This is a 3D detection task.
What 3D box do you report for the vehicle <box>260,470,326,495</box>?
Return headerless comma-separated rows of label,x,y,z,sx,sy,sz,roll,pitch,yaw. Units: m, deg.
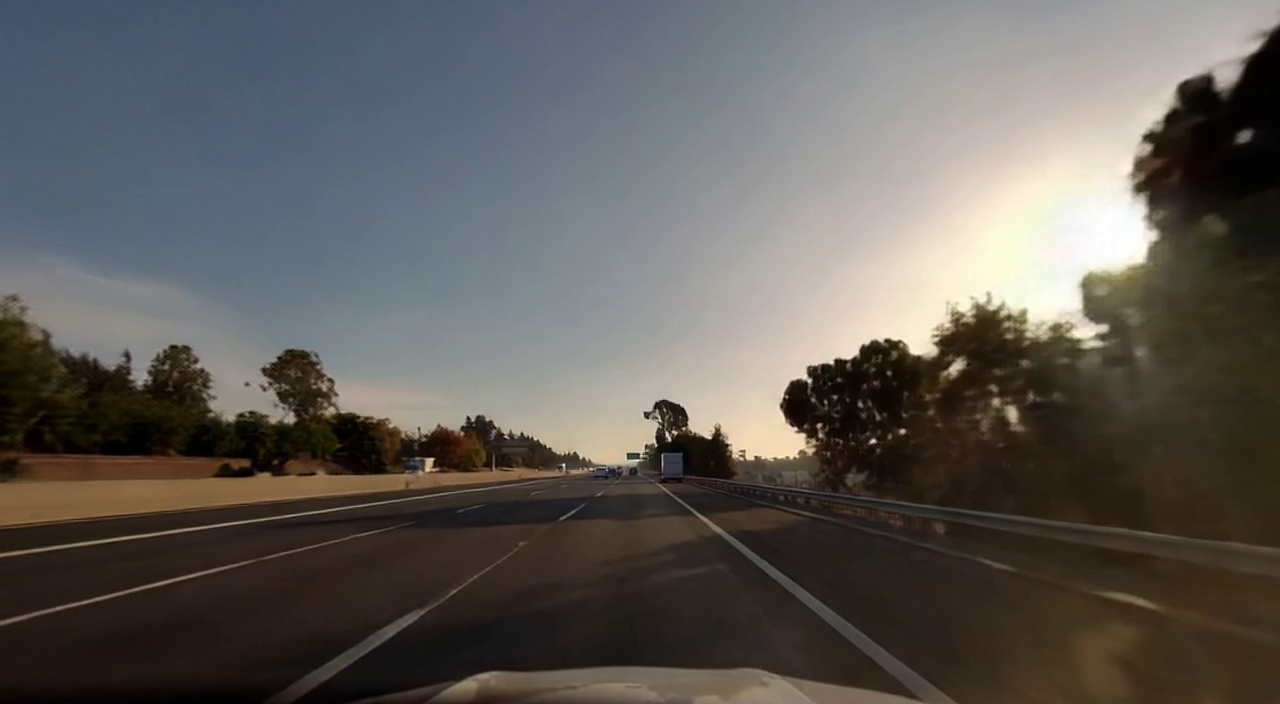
vehicle,-23.082,8.691,42.138,1.841,1.467,4.535,1,-10,0
